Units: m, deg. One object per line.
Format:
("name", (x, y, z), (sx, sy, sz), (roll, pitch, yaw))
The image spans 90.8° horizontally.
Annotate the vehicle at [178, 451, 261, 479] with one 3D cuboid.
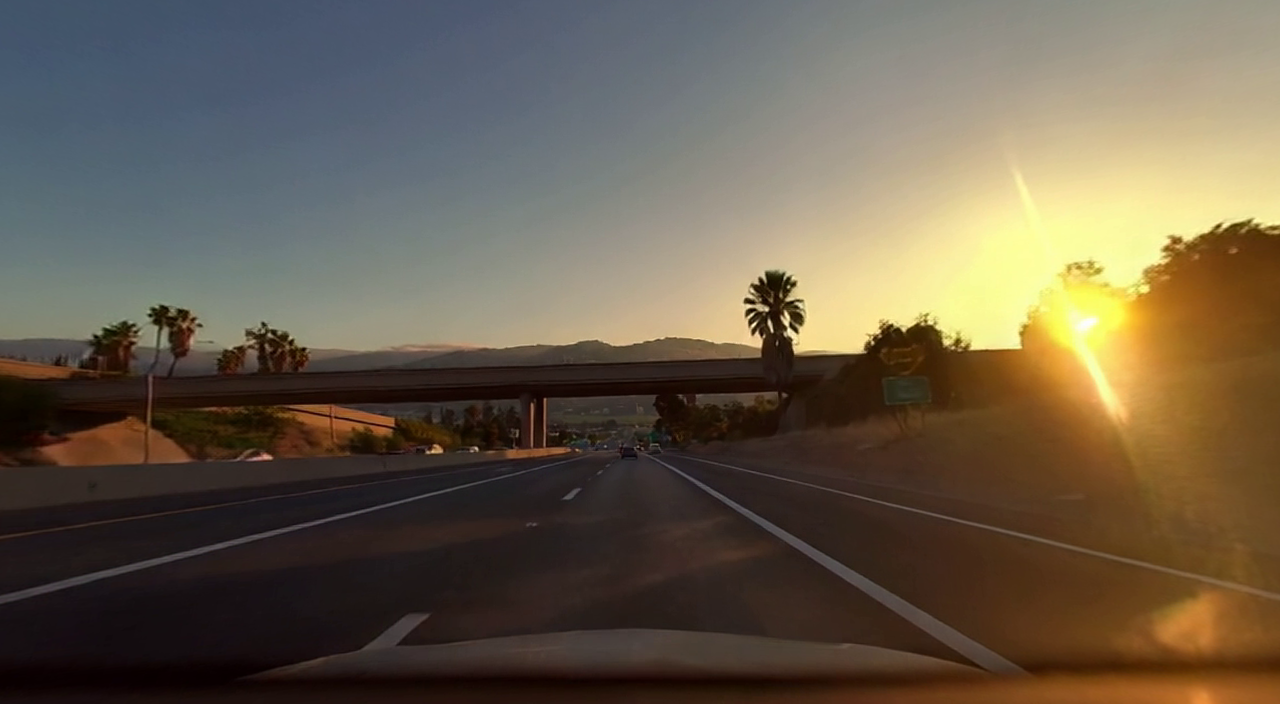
("vehicle", (-24.965, 6.683, 37.720), (1.816, 1.479, 4.629), (0, -8, 0))
